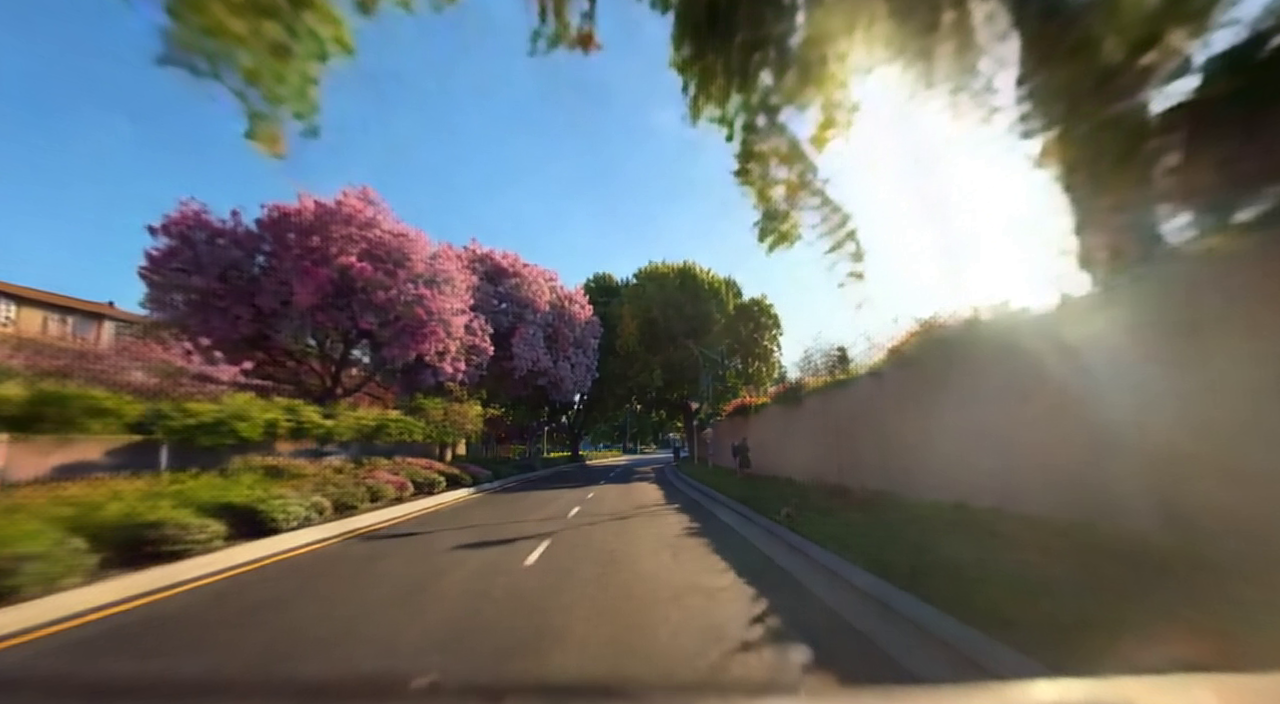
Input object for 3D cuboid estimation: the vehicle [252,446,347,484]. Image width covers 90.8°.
[{"bbox_3d":[-17.087,5.656,32.069,2.186,1.769,4.869,0,-8,-1],"label":"vehicle"}]
